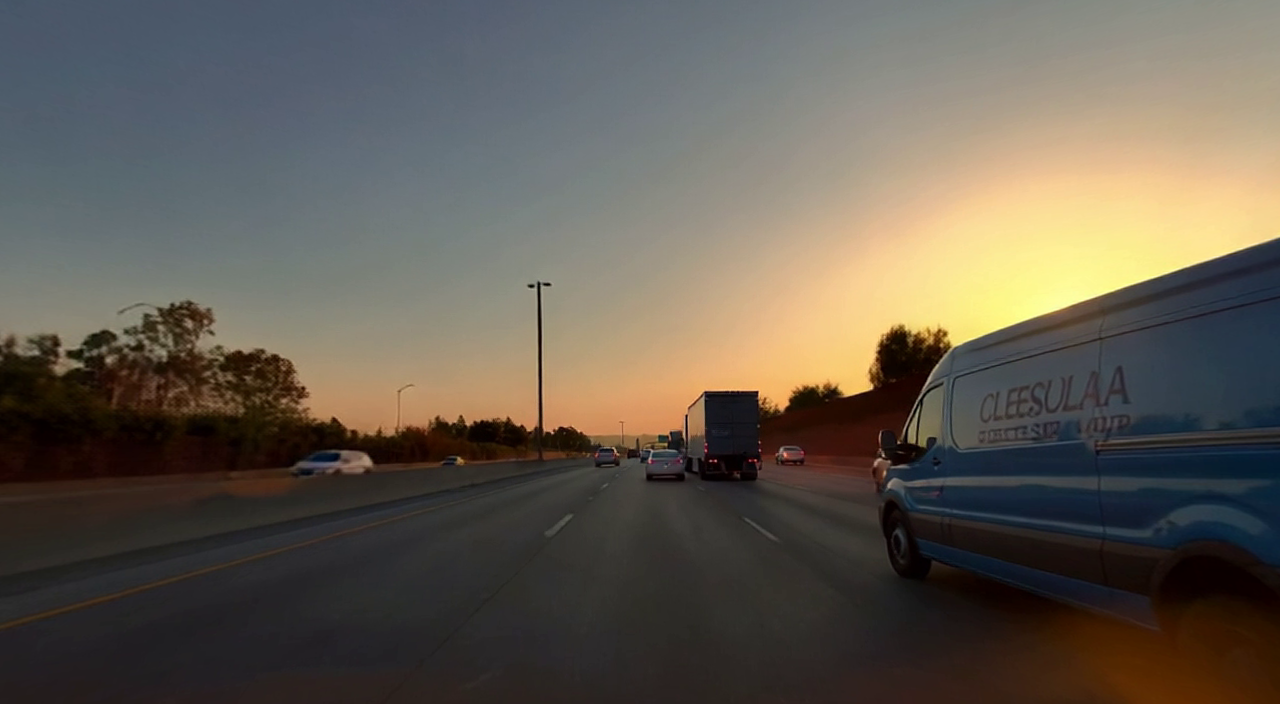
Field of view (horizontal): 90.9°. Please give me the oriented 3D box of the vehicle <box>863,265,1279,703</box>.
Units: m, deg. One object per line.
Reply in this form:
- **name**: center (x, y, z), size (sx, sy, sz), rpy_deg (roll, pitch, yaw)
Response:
- **vehicle**: center (3.709, 0.924, 4.058), size (2.441, 2.017, 5.739), rpy_deg (0, -9, 0)

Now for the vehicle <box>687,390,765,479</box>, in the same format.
- **vehicle**: center (4.469, 4.776, 35.598), size (2.821, 4.077, 12.562), rpy_deg (0, -9, 1)

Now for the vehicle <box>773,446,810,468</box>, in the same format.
- **vehicle**: center (11.329, 7.850, 47.394), size (1.870, 1.525, 3.680), rpy_deg (0, -9, 0)

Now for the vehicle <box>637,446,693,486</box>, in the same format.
- **vehicle**: center (0.936, 4.567, 25.645), size (2.063, 1.469, 4.208), rpy_deg (0, -9, 0)

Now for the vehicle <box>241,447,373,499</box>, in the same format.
- **vehicle**: center (-12.001, 4.369, 23.215), size (2.115, 1.685, 4.831), rpy_deg (0, -9, 1)
